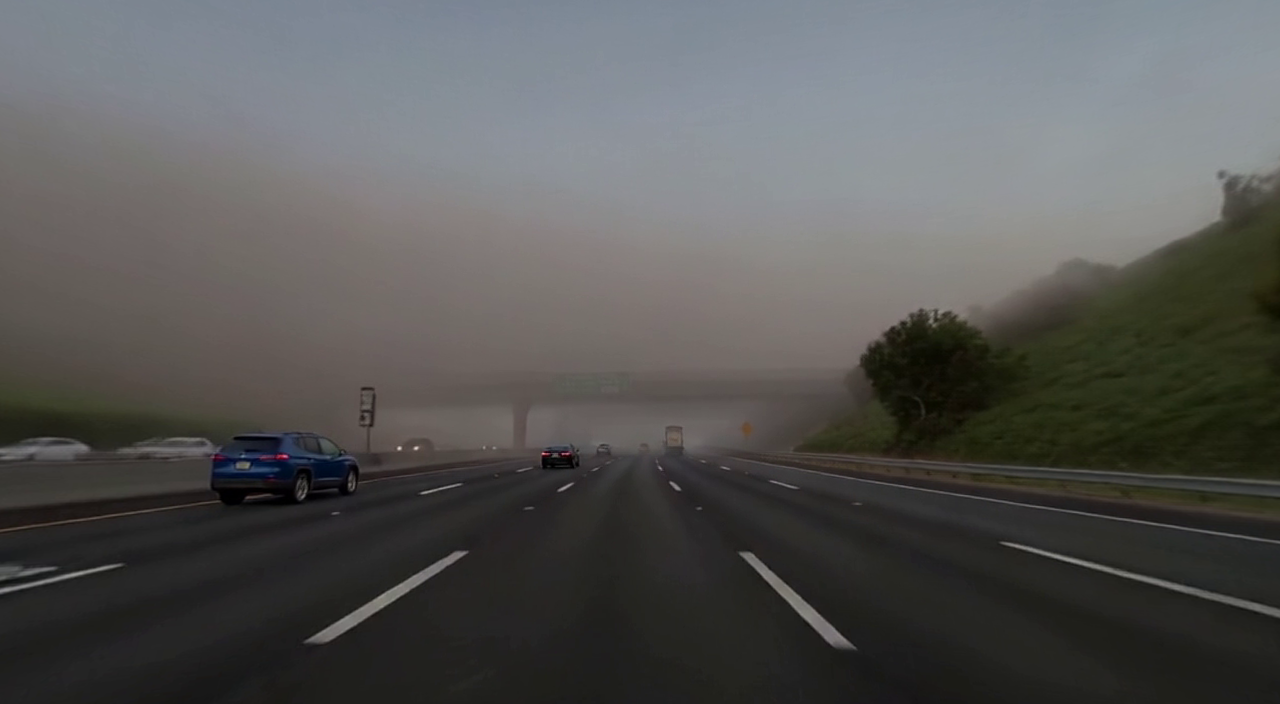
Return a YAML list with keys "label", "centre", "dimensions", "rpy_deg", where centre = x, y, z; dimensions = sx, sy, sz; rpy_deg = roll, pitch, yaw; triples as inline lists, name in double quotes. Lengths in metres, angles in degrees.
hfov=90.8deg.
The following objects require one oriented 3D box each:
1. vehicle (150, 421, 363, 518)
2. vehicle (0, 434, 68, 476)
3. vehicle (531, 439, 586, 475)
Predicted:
- label: "vehicle"
  centre: [-7.733, 2.403, 13.339]
  dimensions: [1.860, 1.694, 4.173]
  rpy_deg: [0, -9, 0]
- label: "vehicle"
  centre: [-48.810, 7.921, 48.667]
  dimensions: [3.144, 3.009, 6.492]
  rpy_deg: [0, -9, 1]
- label: "vehicle"
  centre: [-3.706, 4.849, 29.373]
  dimensions: [1.925, 1.509, 4.363]
  rpy_deg: [0, -9, 1]
